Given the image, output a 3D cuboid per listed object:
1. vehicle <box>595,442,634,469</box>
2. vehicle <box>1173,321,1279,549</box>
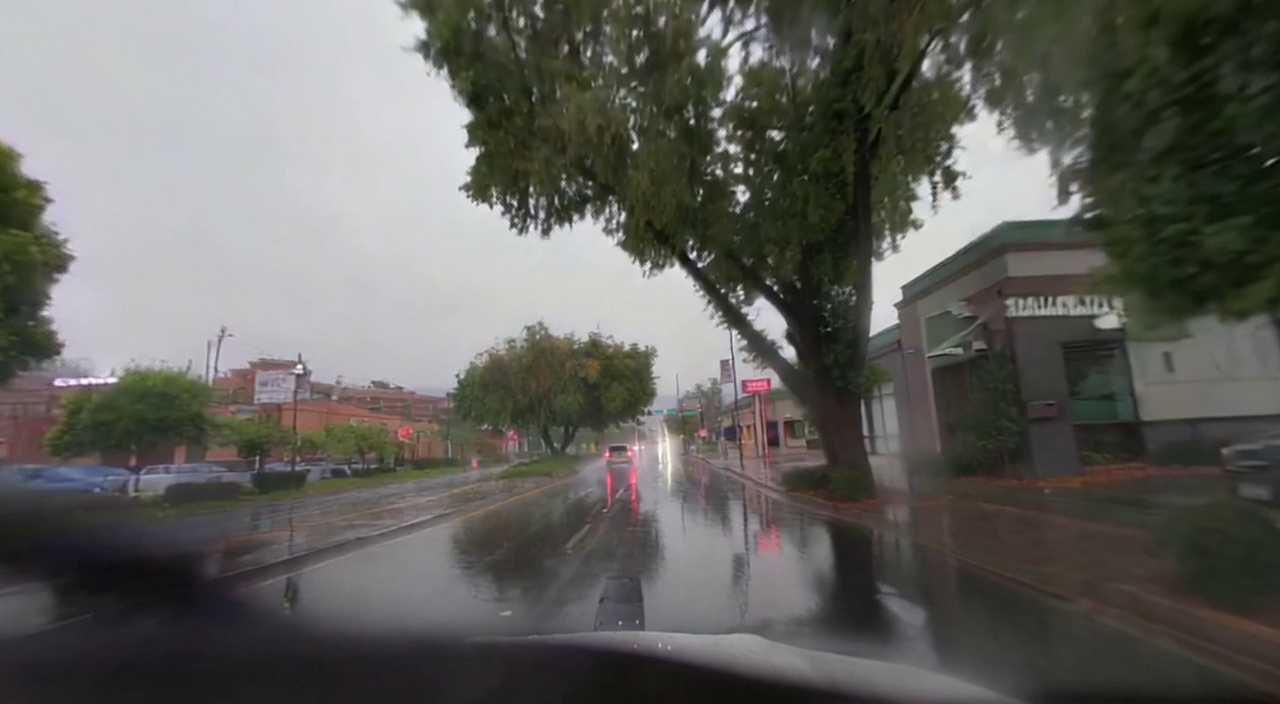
[{"bbox_3d":[-1.656,6.939,42.461,2.235,1.719,4.292,-1,-8,2],"label":"vehicle"},{"bbox_3d":[7.875,0.639,4.907,5.276,1.850,2.173,-1,-9,3],"label":"vehicle"}]
